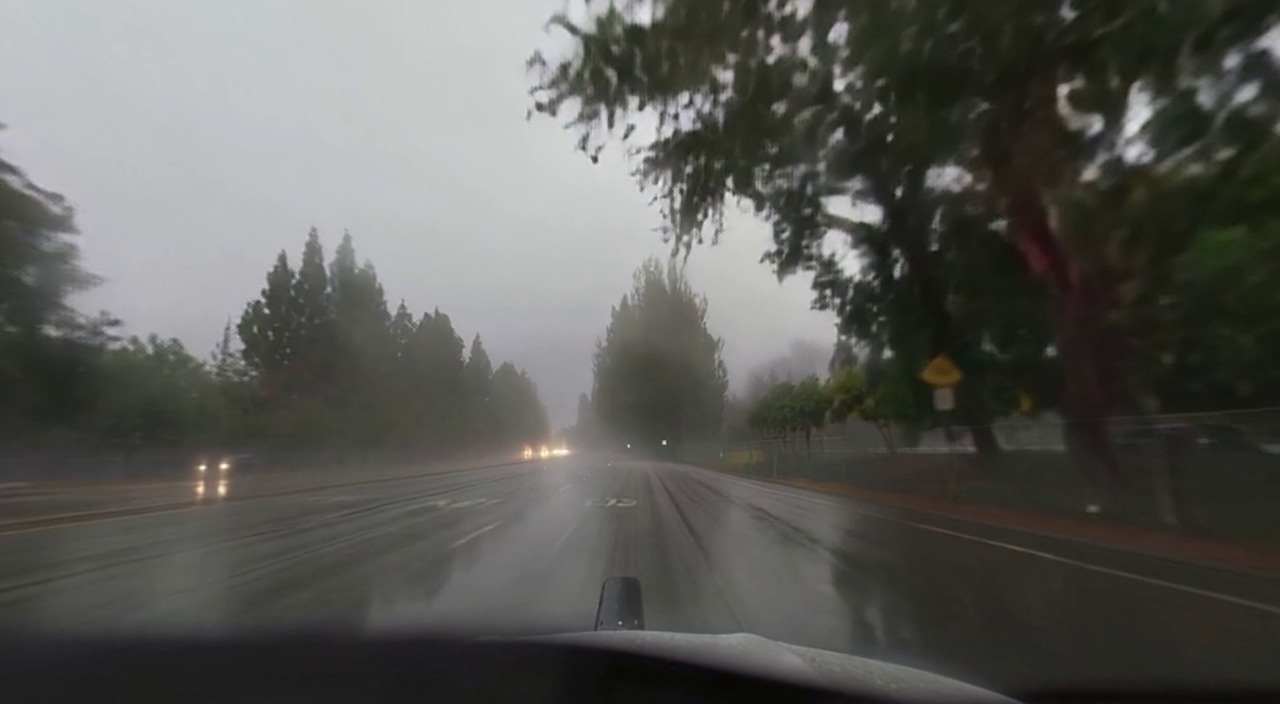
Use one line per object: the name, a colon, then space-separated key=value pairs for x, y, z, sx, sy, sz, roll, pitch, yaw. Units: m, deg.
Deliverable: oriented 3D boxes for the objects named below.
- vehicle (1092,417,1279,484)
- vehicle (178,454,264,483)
vehicle: x=16.496 y=2.898 z=18.527 sx=4.740 sy=1.831 sz=2.002 roll=0 pitch=-9 yaw=0
vehicle: x=-24.323 y=6.768 z=36.766 sx=1.914 sy=1.500 sz=4.462 roll=-1 pitch=-9 yaw=0
